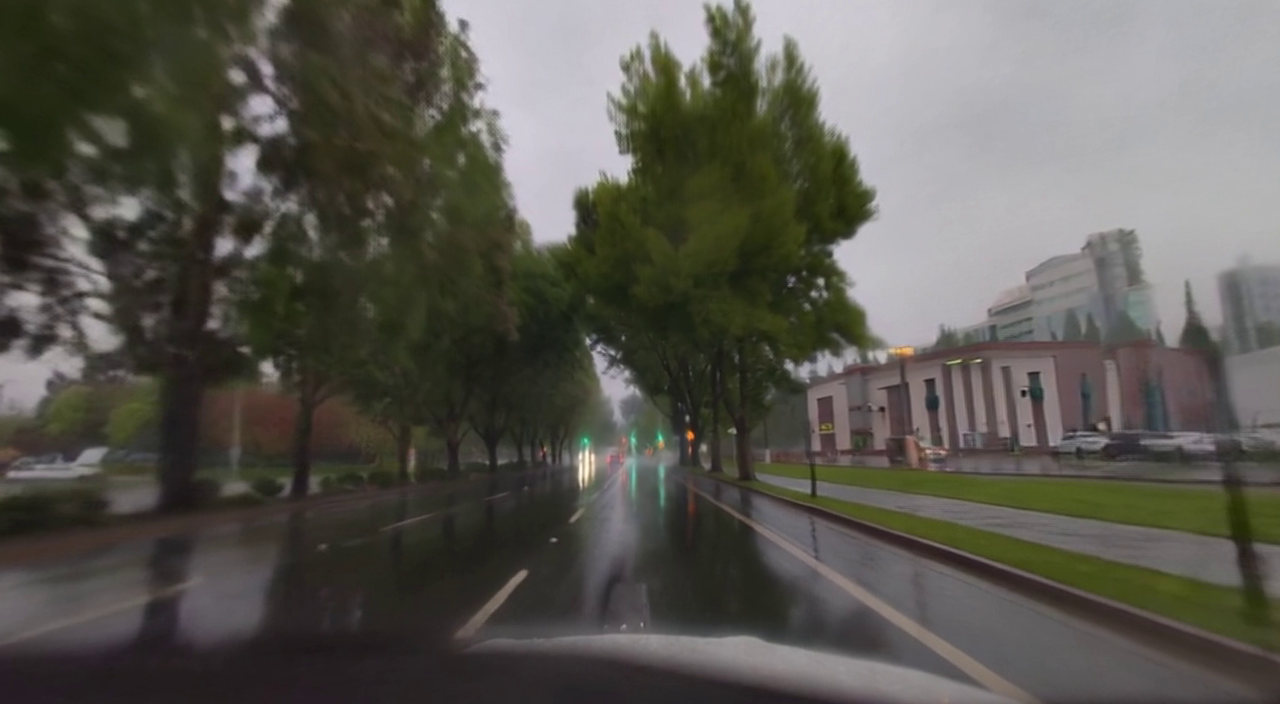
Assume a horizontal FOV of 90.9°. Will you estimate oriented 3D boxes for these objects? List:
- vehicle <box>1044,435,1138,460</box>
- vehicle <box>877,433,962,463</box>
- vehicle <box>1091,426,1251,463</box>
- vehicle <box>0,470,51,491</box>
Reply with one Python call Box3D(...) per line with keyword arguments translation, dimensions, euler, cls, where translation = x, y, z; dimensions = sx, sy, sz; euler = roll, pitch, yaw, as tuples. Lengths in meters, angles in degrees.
Box3D(translation=(29.068, 6.167, 40.742), dimensions=(1.910, 1.451, 4.433), euler=(5, -10, -32), cls="vehicle")
Box3D(translation=(14.397, 4.966, 32.638), dimensions=(3.641, 1.408, 1.584), euler=(-2, -8, 4), cls="vehicle")
Box3D(translation=(27.374, 4.808, 32.790), dimensions=(2.196, 1.745, 5.838), euler=(5, -10, -33), cls="vehicle")
Box3D(translation=(-46.532, 9.547, 46.927), dimensions=(3.594, 1.411, 1.647), euler=(-1, -9, -3), cls="vehicle")
